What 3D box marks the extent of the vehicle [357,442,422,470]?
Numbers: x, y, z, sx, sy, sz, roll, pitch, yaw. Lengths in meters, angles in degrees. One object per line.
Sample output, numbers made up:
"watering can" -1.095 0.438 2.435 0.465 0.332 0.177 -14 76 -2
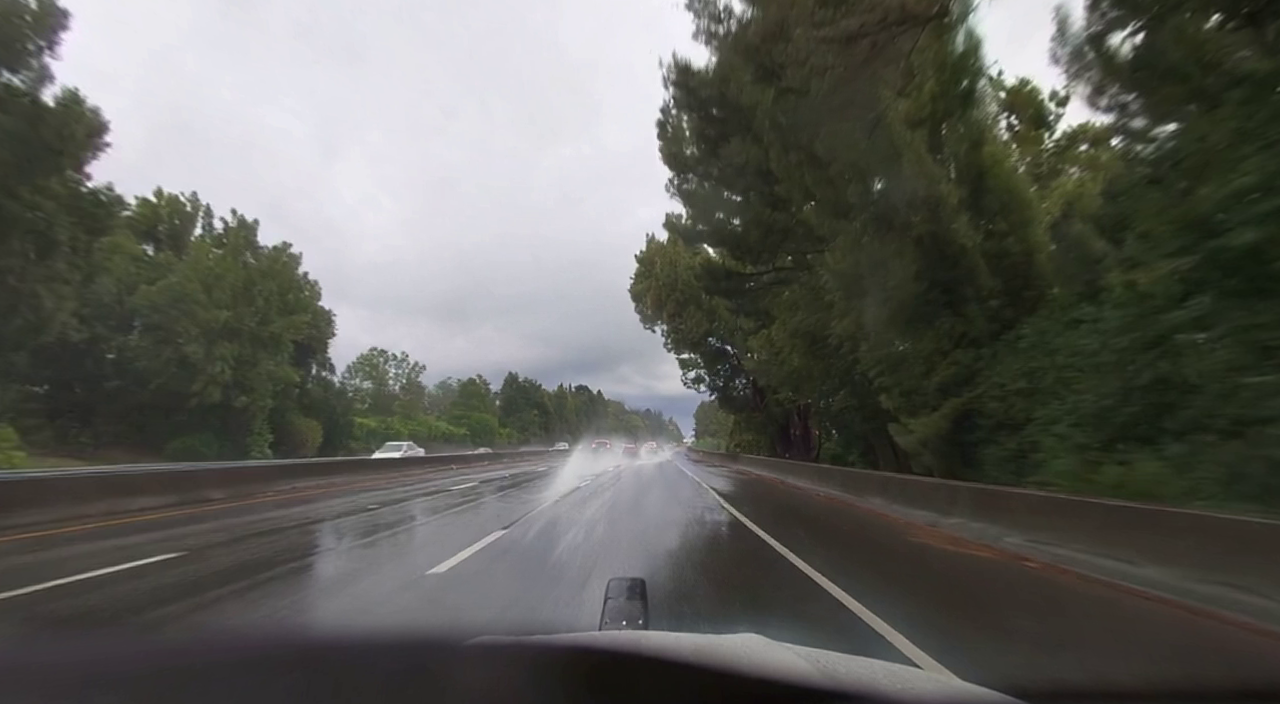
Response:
"vehicle" -16.605 6.935 42.101 2.133 1.740 5.122 0 -8 1
